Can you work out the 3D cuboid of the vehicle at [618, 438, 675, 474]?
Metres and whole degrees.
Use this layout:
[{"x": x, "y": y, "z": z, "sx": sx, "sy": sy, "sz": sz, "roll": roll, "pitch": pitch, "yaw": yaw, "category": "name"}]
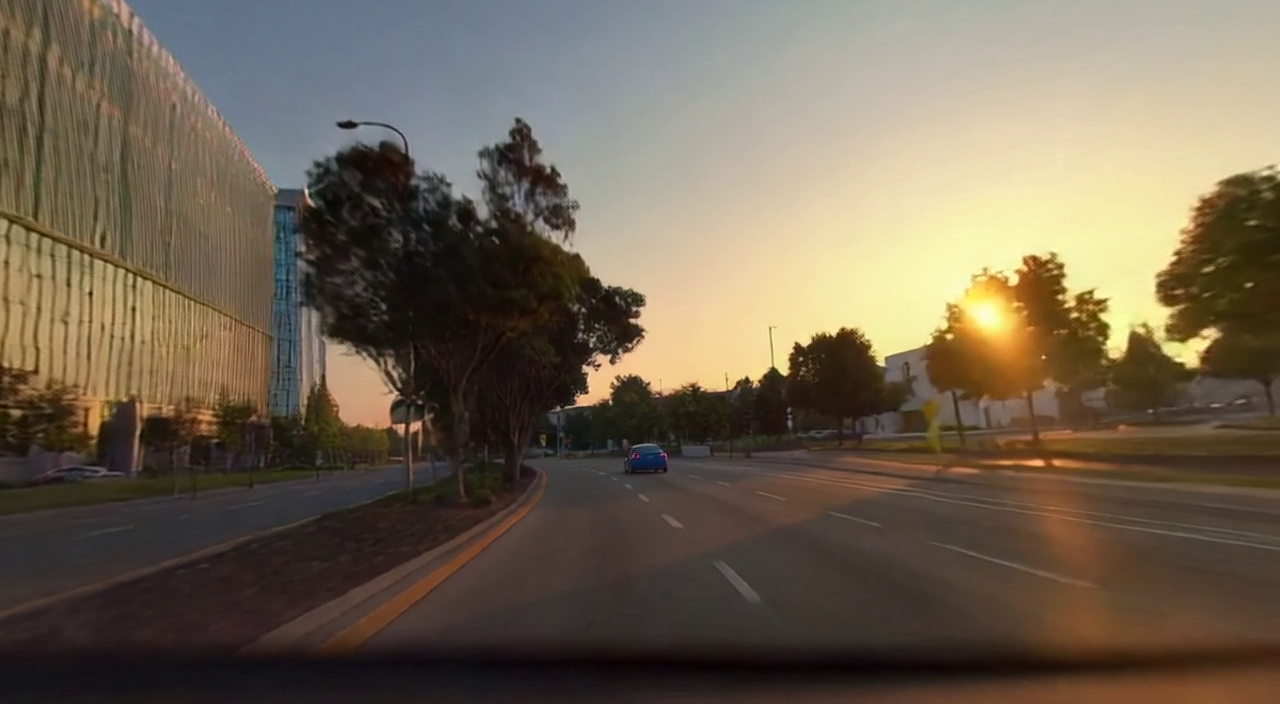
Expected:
[{"x": 0.246, "y": 5.296, "z": 32.434, "sx": 2.165, "sy": 1.633, "sz": 4.381, "roll": 0, "pitch": -8, "yaw": -10, "category": "vehicle"}]
